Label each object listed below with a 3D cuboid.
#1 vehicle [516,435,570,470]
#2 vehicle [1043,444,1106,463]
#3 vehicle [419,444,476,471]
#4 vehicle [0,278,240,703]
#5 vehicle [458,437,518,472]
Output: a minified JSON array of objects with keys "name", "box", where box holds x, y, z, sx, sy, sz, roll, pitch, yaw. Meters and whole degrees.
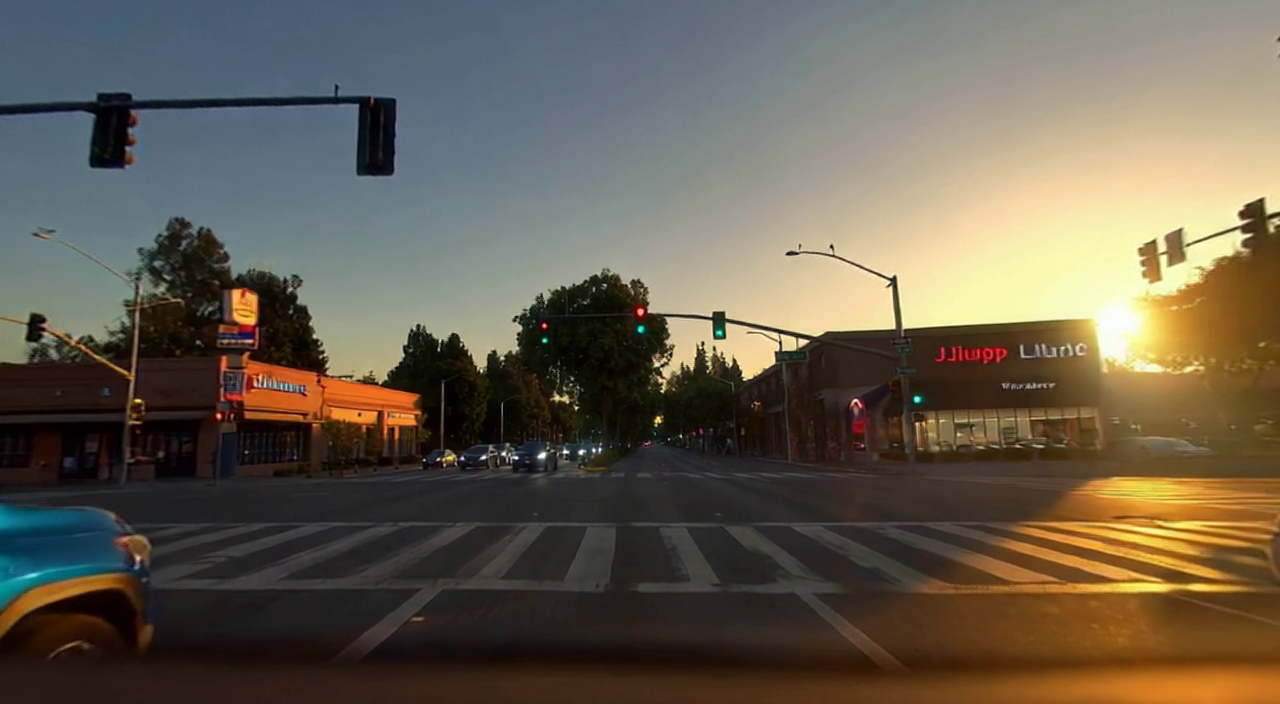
[{"name":"vehicle","box":[-5.455,5.731,36.203,2.384,1.787,5.038,0,-8,-1]},{"name":"vehicle","box":[34.264,8.012,49.809,3.740,1.433,1.646,0,-8,-2]},{"name":"vehicle","box":[-11.327,6.237,37.438,2.003,1.476,4.082,0,-8,1]},{"name":"vehicle","box":[-3.326,0.506,0.872,2.313,1.883,5.016,0,-9,-1]},{"name":"vehicle","box":[-8.418,5.695,35.419,2.273,1.791,4.809,0,-8,-1]}]
